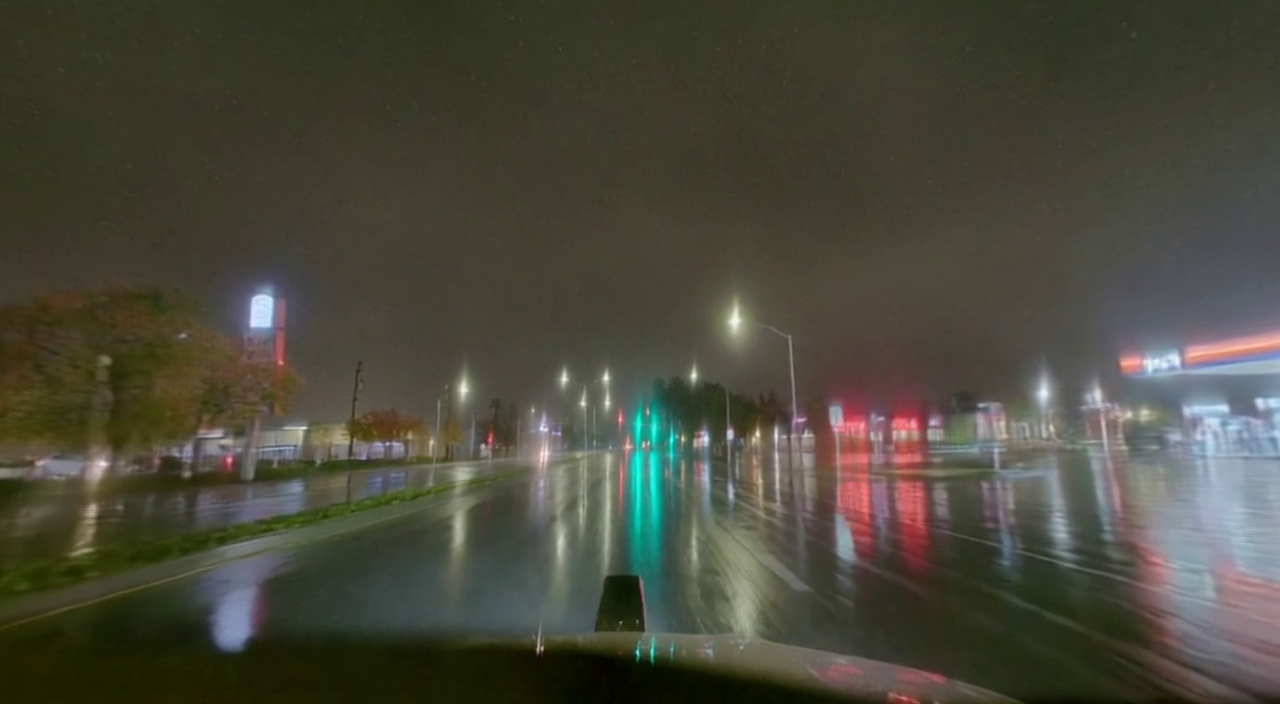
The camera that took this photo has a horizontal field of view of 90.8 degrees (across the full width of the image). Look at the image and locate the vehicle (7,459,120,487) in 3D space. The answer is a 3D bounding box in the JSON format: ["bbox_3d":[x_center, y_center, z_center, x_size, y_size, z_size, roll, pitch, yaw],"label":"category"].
[{"bbox_3d":[-33.404,7.000,36.675,4.683,1.495,2.052,0,-9,4],"label":"vehicle"}]
